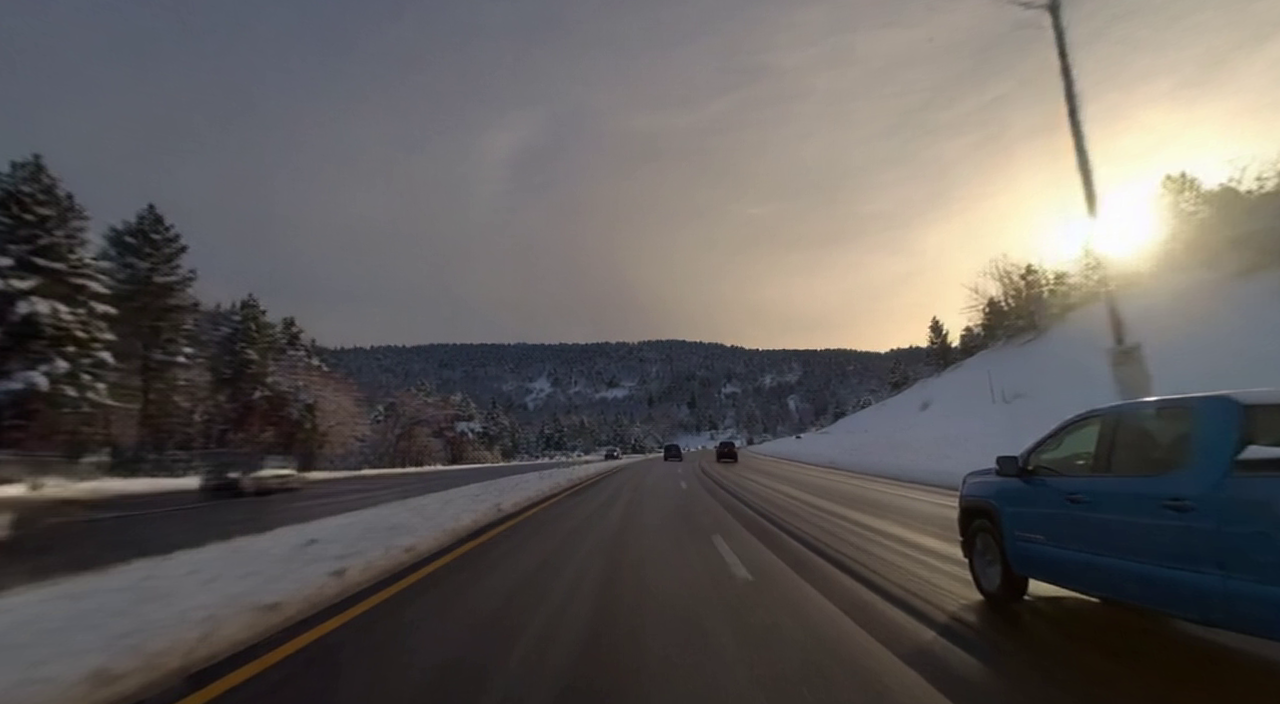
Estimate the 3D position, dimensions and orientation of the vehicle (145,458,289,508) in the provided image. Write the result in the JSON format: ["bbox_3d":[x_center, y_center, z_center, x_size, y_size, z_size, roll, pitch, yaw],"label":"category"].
[{"bbox_3d":[-14.270,4.410,21.696,1.815,1.428,4.437,0,-9,1],"label":"vehicle"}]

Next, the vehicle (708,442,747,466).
[{"bbox_3d":[6.094,7.151,44.402,2.249,1.635,4.118,0,-9,2],"label":"vehicle"}]

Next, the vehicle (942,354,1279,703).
[{"bbox_3d":[3.920,0.988,3.463,2.151,1.744,4.709,0,-9,0],"label":"vehicle"}]
